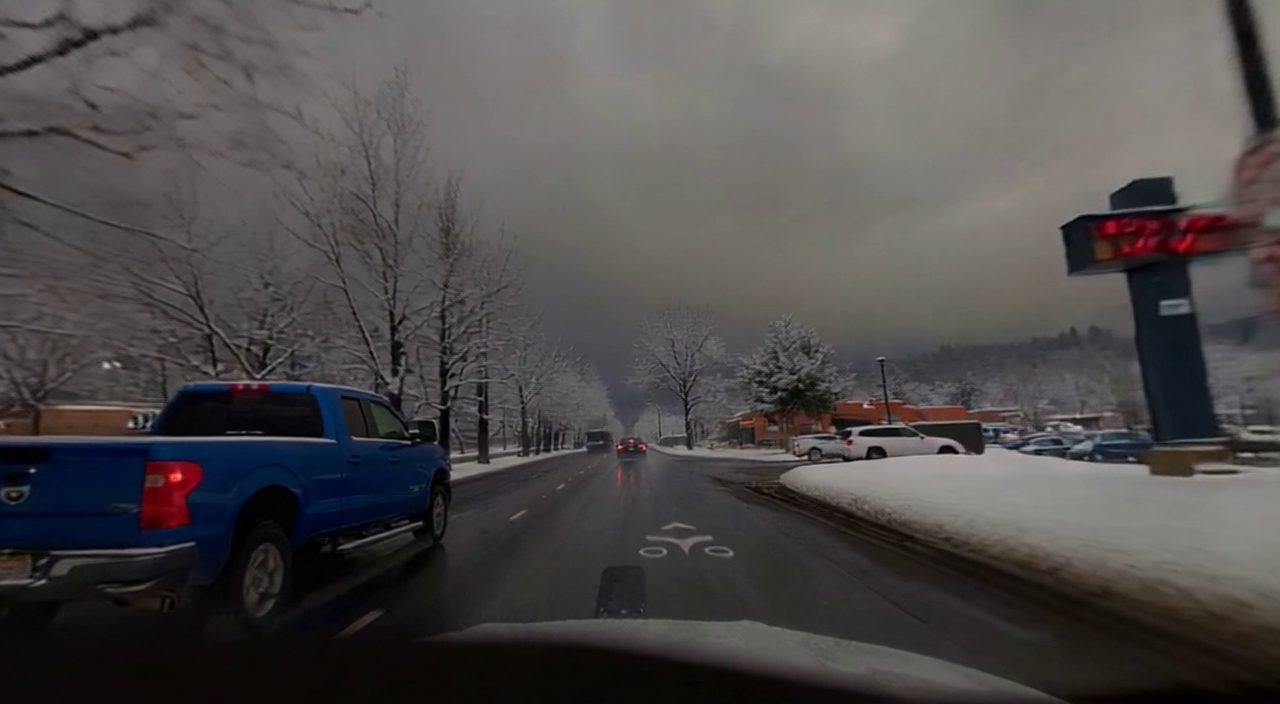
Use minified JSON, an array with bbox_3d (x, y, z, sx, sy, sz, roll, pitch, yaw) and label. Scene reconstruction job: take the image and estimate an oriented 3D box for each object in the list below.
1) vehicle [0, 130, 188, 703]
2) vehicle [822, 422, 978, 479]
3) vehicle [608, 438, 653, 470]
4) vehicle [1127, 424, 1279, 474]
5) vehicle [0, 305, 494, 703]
[{"bbox_3d":[-3.696,0.217,0.505,2.733,2.495,5.037,0,-8,2],"label":"vehicle"},{"bbox_3d":[8.931,3.354,21.542,5.109,1.735,1.997,4,-9,-26],"label":"vehicle"},{"bbox_3d":[-0.502,5.353,33.160,2.191,1.530,4.470,0,-8,-1],"label":"vehicle"},{"bbox_3d":[19.962,3.316,21.478,4.836,1.567,2.051,-5,-10,30],"label":"vehicle"},{"bbox_3d":[-3.694,1.273,6.598,2.552,2.079,6.810,0,-8,1],"label":"vehicle"}]
